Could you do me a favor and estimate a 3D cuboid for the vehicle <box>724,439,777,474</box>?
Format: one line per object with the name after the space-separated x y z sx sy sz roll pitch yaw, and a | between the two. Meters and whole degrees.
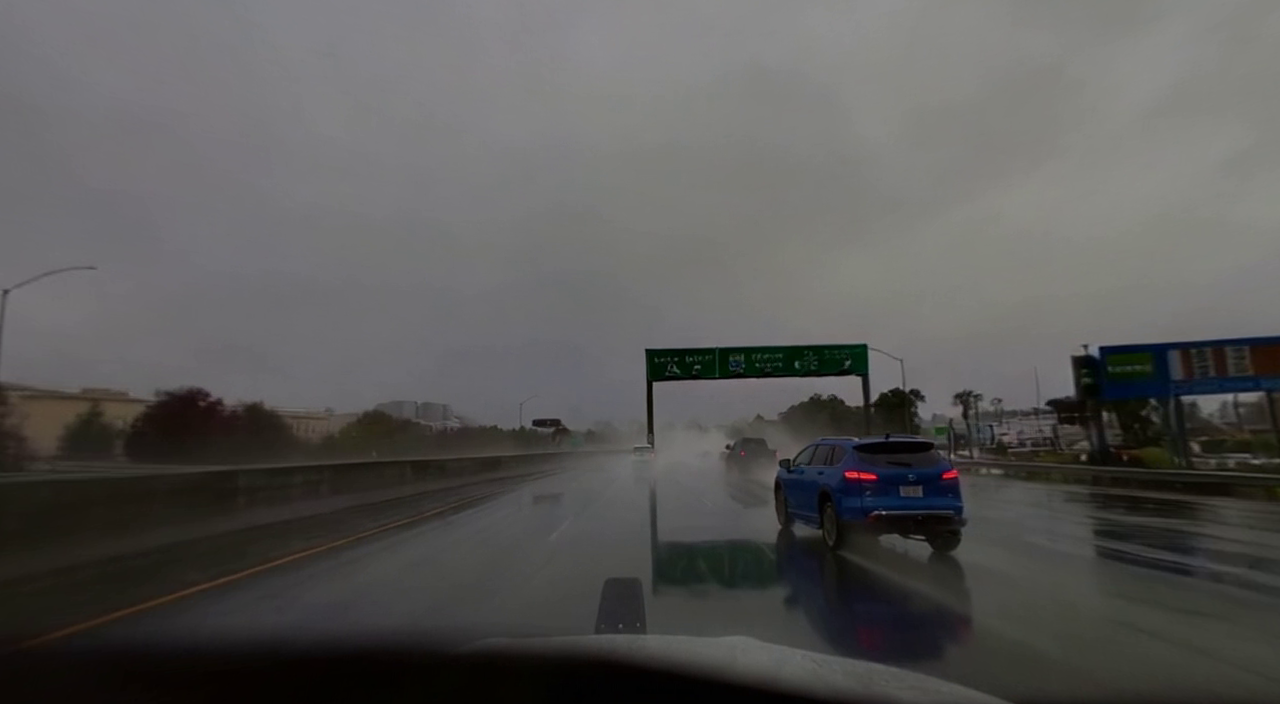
7.414 7.060 43.008 2.526 2.230 6.190 0 -9 1 | vehicle

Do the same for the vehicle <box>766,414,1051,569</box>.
3.339 1.826 9.042 2.097 1.659 4.320 0 -9 -1 | vehicle

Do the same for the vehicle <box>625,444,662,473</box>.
0.244 6.764 40.337 2.181 1.768 4.383 0 -9 1 | vehicle
